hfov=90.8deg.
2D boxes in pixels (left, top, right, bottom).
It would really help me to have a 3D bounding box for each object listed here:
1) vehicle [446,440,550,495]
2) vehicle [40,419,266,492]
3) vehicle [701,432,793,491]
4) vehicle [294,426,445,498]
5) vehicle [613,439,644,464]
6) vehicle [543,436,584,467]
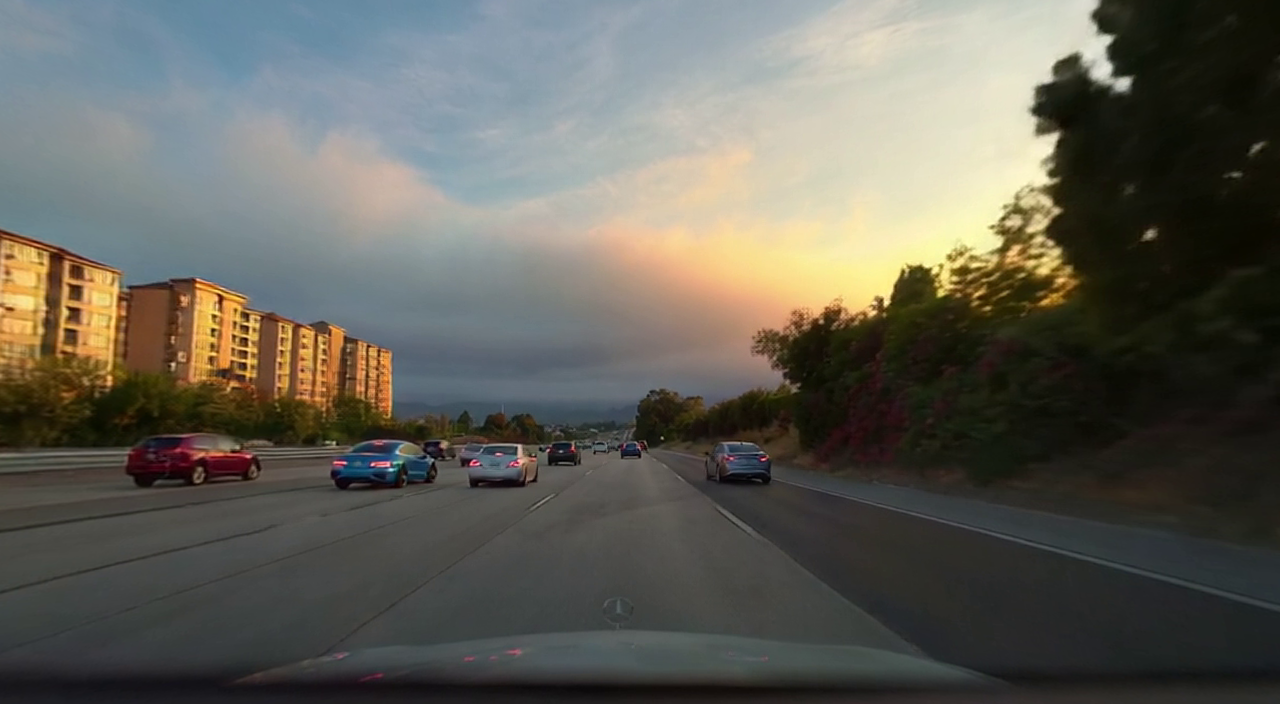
[{"bbox_3d":[-4.096,3.401,19.061,2.124,1.426,4.444,0,-8,0],"label":"vehicle"},{"bbox_3d":[-15.354,3.327,20.684,2.396,1.999,6.333,0,-8,0],"label":"vehicle"},{"bbox_3d":[3.282,3.453,20.319,2.061,1.658,4.417,0,-8,-2],"label":"vehicle"},{"bbox_3d":[-7.525,3.101,18.292,2.086,1.776,5.080,0,-8,0],"label":"vehicle"},{"bbox_3d":[-0.762,6.877,43.700,2.053,1.650,3.945,0,-8,-1],"label":"vehicle"},{"bbox_3d":[-4.676,6.146,39.170,2.044,1.774,4.329,0,-8,0],"label":"vehicle"}]
